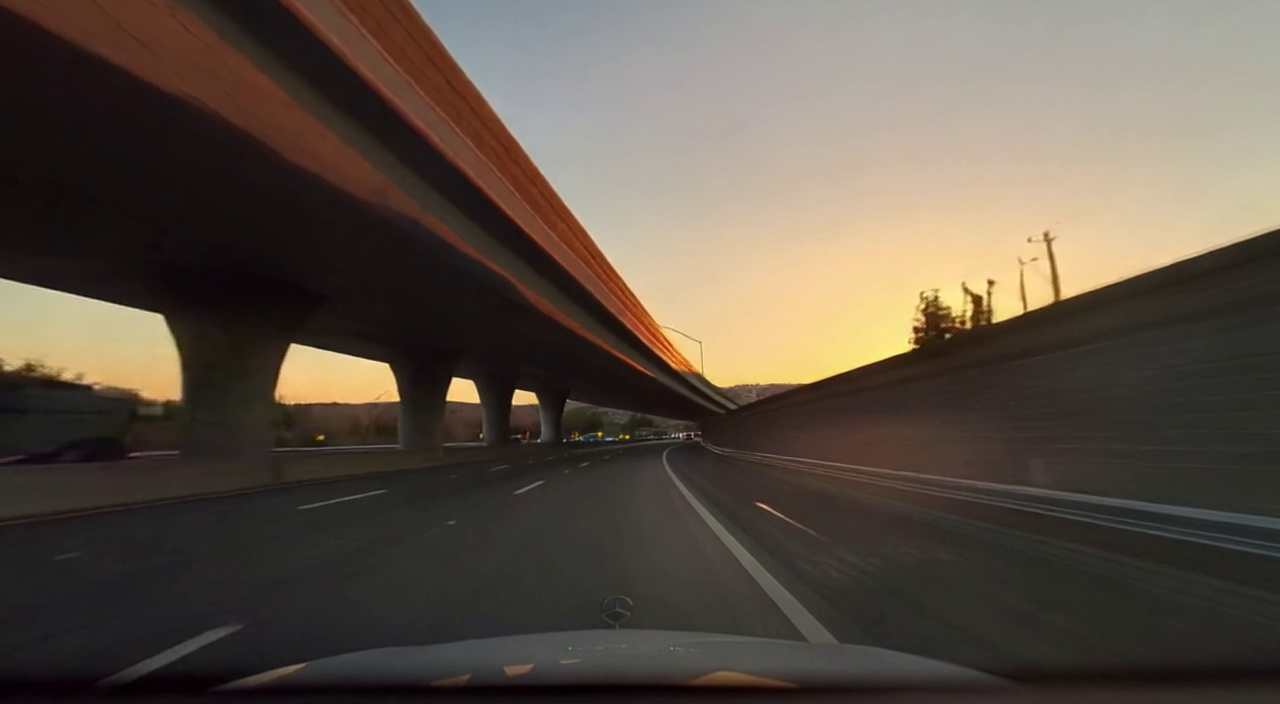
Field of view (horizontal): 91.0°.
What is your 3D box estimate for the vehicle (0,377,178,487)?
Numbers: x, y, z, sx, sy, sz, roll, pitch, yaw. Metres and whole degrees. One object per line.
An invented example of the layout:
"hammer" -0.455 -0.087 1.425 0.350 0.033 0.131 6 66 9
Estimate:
"vehicle" -24.133 3.423 26.497 2.833 3.918 8.370 0 -8 0
